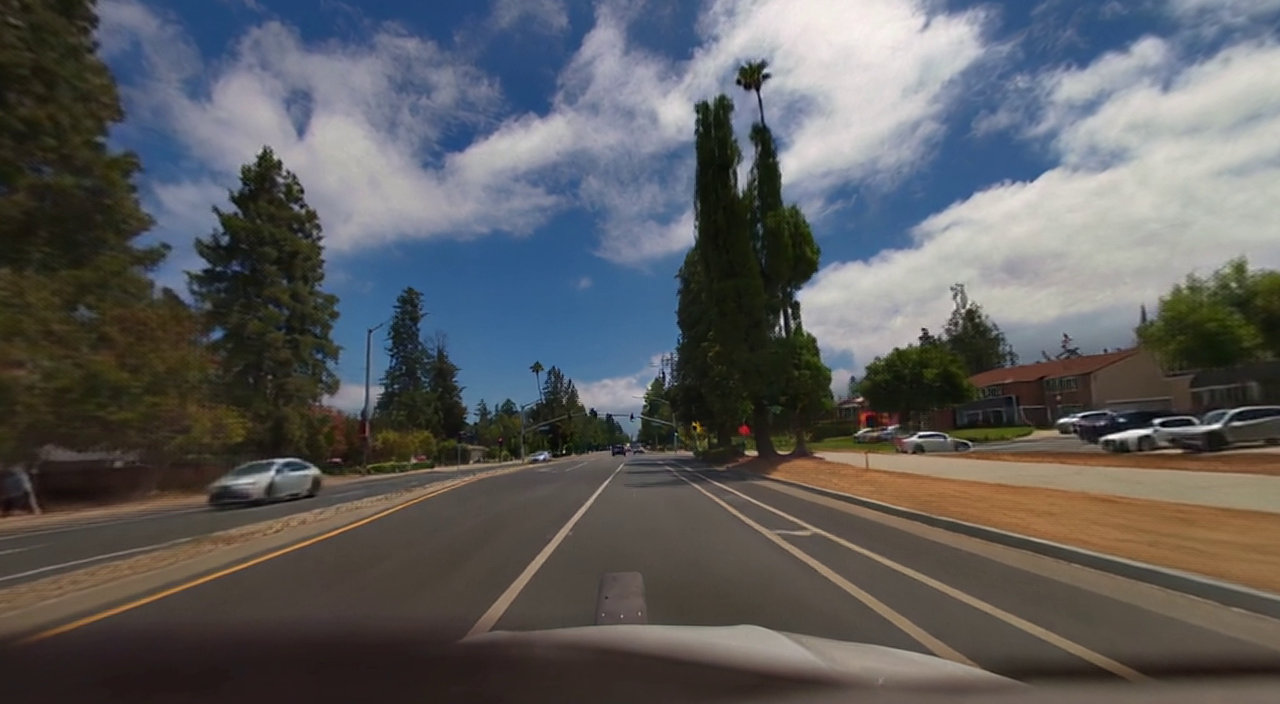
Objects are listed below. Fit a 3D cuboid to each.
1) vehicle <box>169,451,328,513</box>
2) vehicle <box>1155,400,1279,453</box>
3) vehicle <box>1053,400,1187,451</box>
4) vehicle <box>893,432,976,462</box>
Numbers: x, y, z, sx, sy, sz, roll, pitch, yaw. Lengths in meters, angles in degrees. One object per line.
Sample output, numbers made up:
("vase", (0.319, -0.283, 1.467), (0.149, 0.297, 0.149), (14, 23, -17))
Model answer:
("vehicle", (-11.756, 3.892, 19.381), (1.999, 1.618, 4.217), (-1, -9, 3))
("vehicle", (22.208, 2.733, 23.083), (4.896, 1.839, 1.962), (-1, -8, 2))
("vehicle", (22.678, 3.511, 29.979), (4.512, 1.837, 2.059), (-6, -8, -2))
("vehicle", (15.505, 5.043, 33.607), (1.882, 1.446, 4.741), (0, -9, -4))
